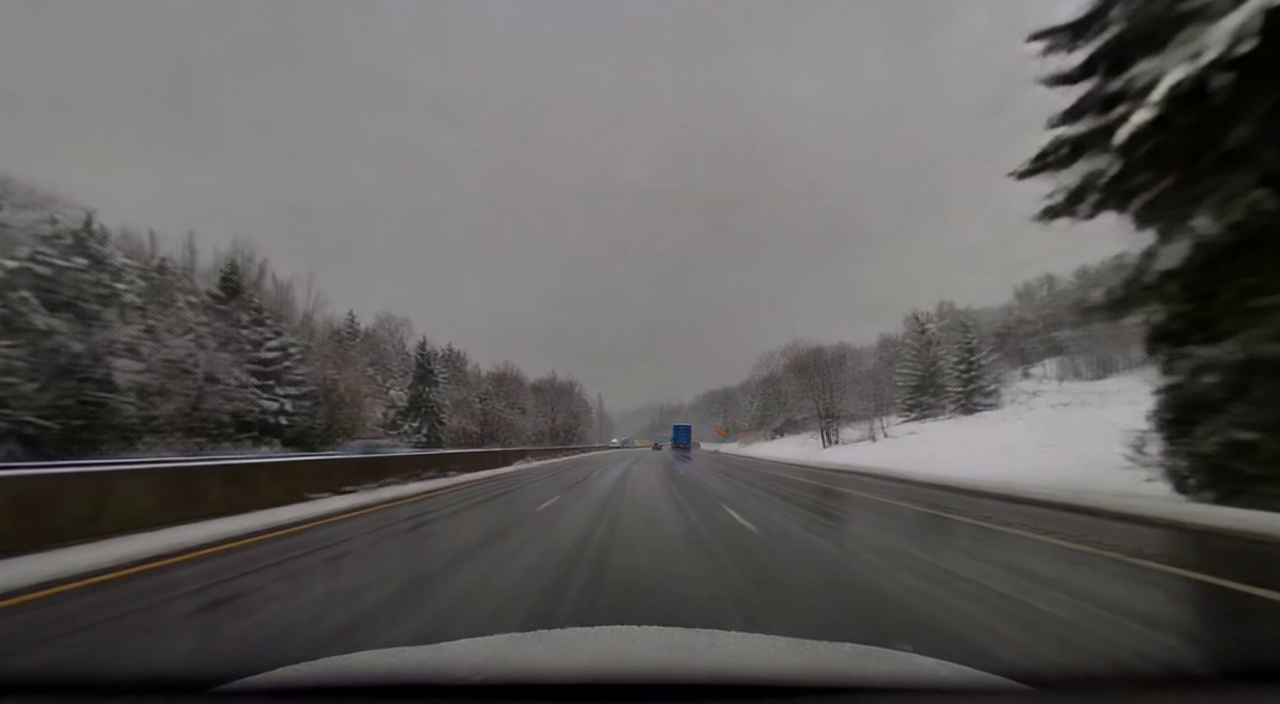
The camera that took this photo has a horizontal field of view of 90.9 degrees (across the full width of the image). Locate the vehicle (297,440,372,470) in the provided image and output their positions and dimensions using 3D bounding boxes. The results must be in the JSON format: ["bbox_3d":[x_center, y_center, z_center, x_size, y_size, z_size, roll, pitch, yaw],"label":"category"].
[{"bbox_3d":[-16.354,5.499,33.978,1.897,1.494,4.215,0,-8,1],"label":"vehicle"}]

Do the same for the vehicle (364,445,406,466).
[{"bbox_3d":[-20.116,8.184,49.861,1.725,1.504,3.718,0,-8,1],"label":"vehicle"}]
